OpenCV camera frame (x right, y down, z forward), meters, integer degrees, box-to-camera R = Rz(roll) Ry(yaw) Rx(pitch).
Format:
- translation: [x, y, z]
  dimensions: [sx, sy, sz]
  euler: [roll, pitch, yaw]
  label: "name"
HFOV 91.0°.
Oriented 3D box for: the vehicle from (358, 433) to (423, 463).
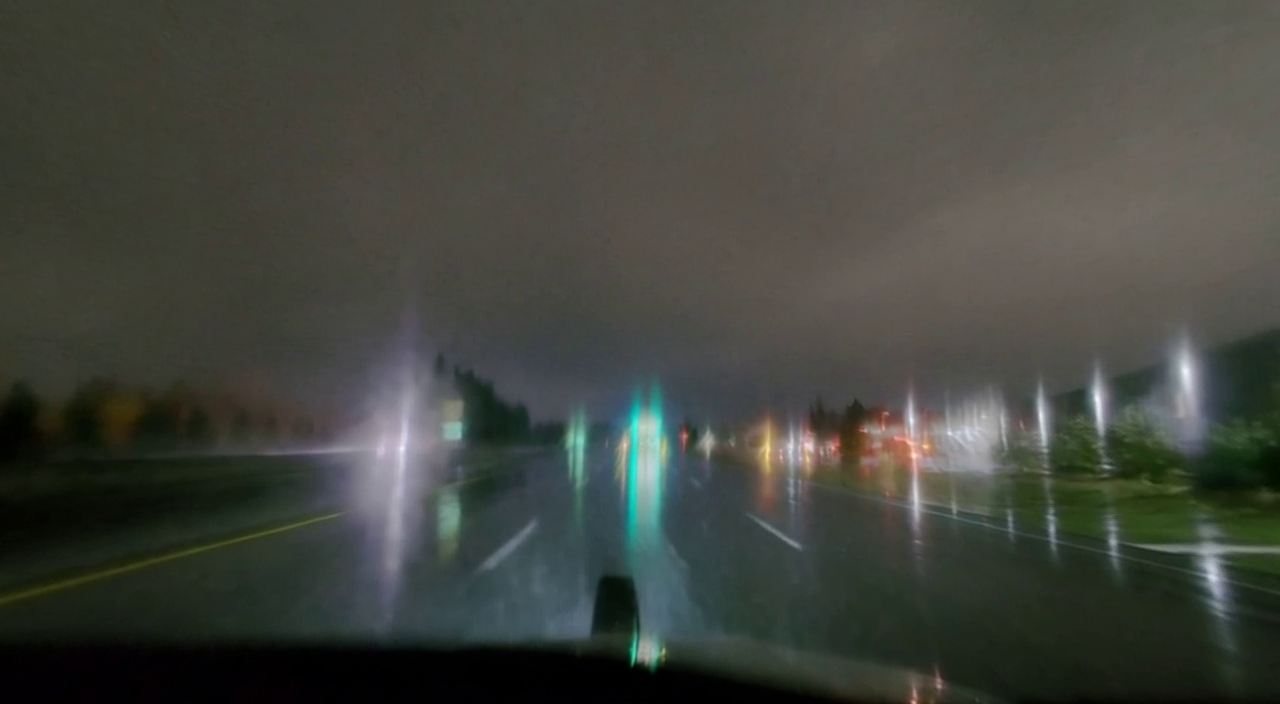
- translation: [-13.897, 5.375, 35.314]
  dimensions: [1.992, 1.579, 4.371]
  euler: [0, -8, -2]
  label: "vehicle"
